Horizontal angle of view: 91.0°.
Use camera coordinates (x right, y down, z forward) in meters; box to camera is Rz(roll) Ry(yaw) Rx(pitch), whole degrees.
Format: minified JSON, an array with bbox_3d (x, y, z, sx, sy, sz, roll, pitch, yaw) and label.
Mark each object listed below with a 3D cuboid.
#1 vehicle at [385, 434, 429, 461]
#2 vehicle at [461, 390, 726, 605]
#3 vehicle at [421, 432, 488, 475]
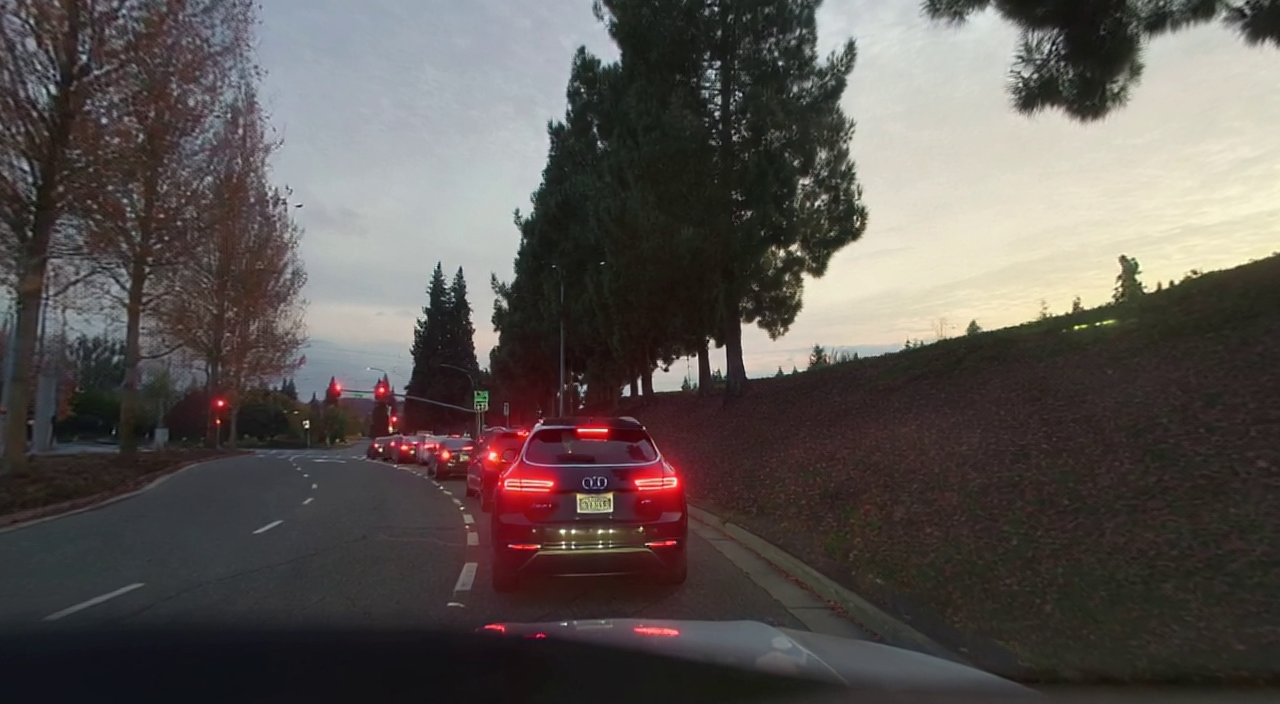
[{"bbox_3d":[-13.737,5.595,36.908,1.863,1.488,4.426,4,-9,-26],"label":"vehicle"},{"bbox_3d":[-0.682,1.455,7.194,2.134,1.671,4.147,1,-8,-10],"label":"vehicle"},{"bbox_3d":[-7.294,3.922,24.491,1.902,1.536,3.662,4,-9,-25],"label":"vehicle"}]
